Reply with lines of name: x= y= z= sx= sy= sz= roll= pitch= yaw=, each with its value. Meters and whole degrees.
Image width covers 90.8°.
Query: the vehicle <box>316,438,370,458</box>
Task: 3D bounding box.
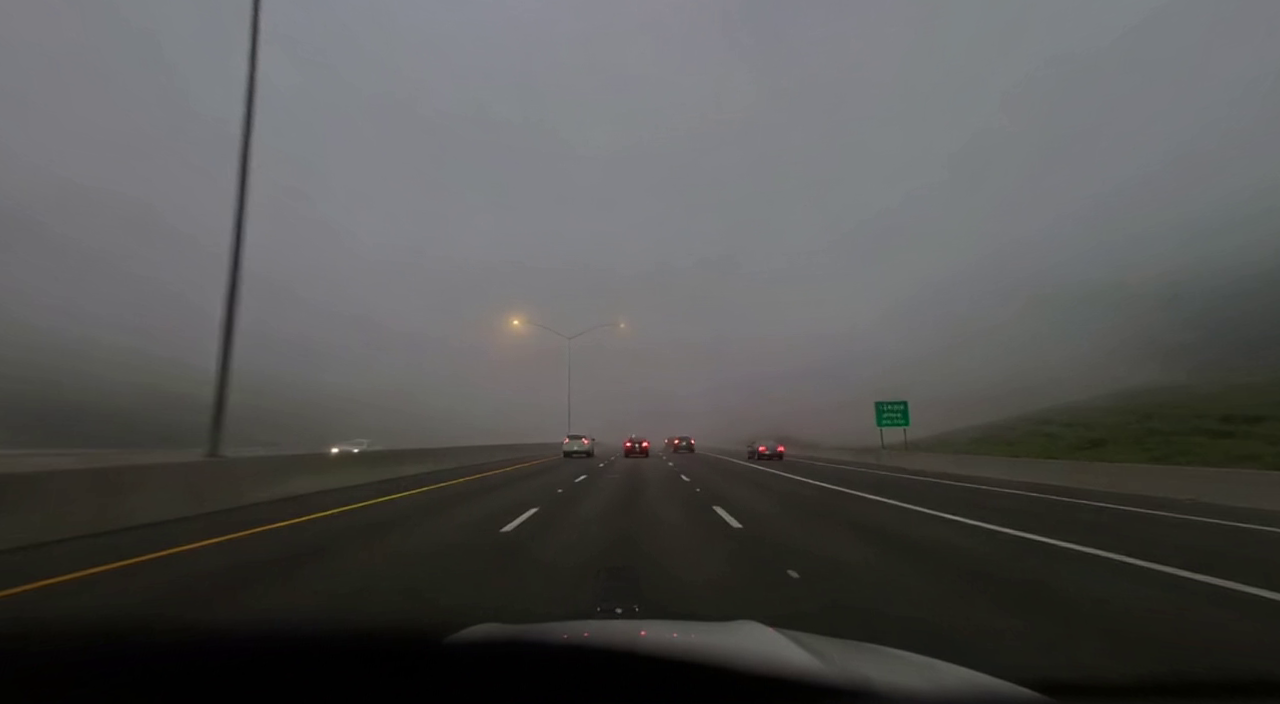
vehicle: x=-22.937 y=7.458 z=48.989 sx=1.970 sy=1.465 sz=4.722 roll=0 pitch=-9 yaw=0

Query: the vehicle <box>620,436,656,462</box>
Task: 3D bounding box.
vehicle: x=-0.134 y=5.731 z=37.298 sx=1.985 sy=1.457 sz=4.227 roll=0 pitch=-8 yaw=0

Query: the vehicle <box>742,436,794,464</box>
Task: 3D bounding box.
vehicle: x=7.281 y=5.639 z=36.437 sx=1.935 sy=1.478 sz=4.433 roll=0 pitch=-9 yaw=-1

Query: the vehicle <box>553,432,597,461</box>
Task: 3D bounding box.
vehicle: x=-3.902 y=5.836 z=38.860 sx=2.123 sy=1.661 sz=4.601 roll=0 pitch=-8 yaw=1
